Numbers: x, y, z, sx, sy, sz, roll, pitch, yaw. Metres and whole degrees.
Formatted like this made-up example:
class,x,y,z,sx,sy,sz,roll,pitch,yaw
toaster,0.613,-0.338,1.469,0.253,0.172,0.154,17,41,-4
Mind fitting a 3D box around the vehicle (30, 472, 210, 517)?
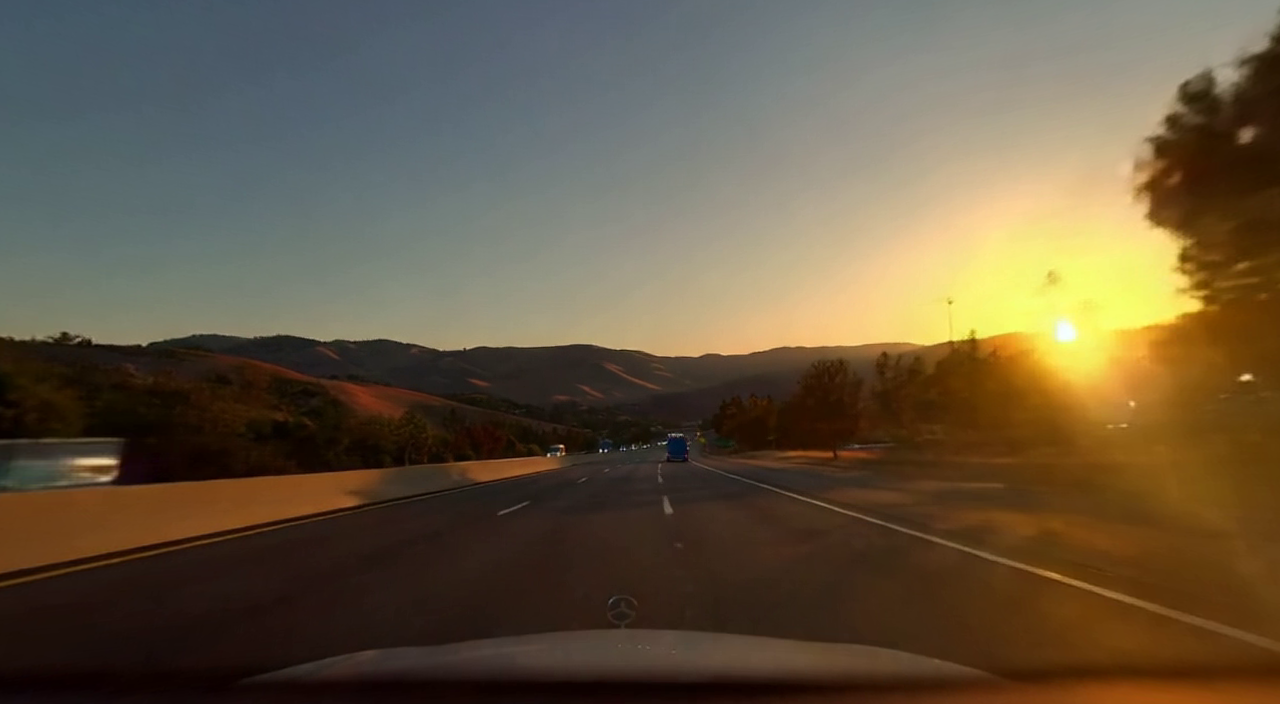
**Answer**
class,x,y,z,sx,sy,sz,roll,pitch,yaw
vehicle,-20.604,5.650,25.459,2.173,1.369,5.924,0,-9,1
